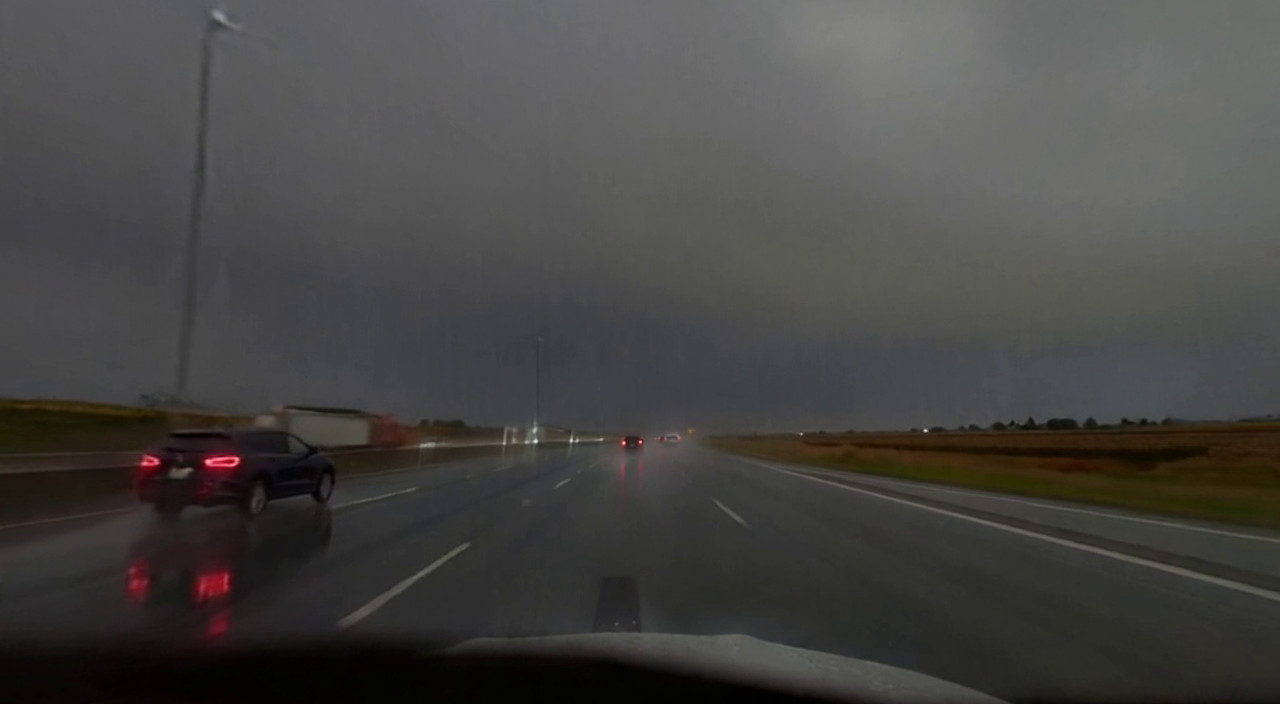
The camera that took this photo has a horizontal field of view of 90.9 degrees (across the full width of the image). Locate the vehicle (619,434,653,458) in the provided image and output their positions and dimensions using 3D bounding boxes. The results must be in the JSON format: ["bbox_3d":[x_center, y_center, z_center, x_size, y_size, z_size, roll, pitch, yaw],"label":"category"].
[{"bbox_3d":[-0.308,6.177,41.755,2.140,1.475,3.969,0,-8,-1],"label":"vehicle"}]

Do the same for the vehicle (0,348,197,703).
[{"bbox_3d":[-3.865,0.706,1.760,2.070,1.703,4.452,0,-8,-1],"label":"vehicle"}]
